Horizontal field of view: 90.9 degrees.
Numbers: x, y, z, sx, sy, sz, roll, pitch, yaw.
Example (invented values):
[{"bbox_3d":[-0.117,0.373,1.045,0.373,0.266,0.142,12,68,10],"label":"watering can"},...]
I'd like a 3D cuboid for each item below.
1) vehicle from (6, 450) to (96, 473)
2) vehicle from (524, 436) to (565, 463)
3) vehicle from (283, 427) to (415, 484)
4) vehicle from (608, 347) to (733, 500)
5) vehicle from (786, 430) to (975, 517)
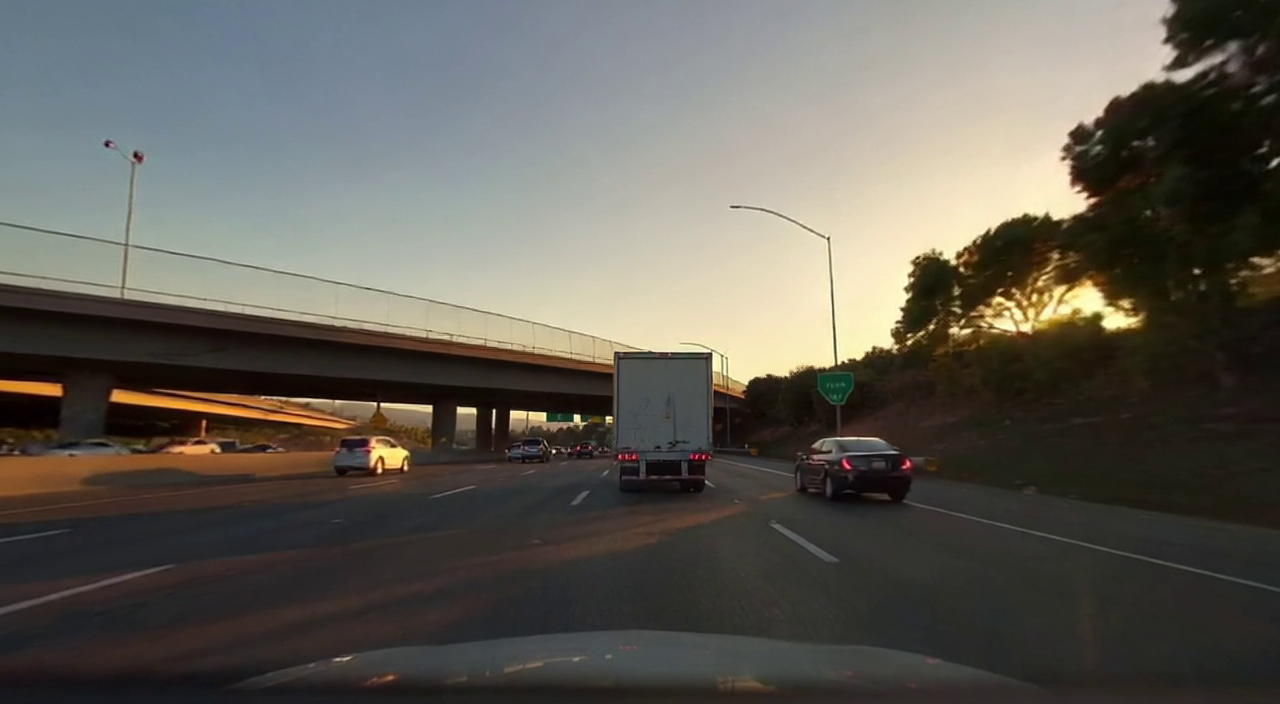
[{"bbox_3d":[-42.977,7.955,46.198,1.828,1.569,5.192,1,-9,-3],"label":"vehicle"},{"bbox_3d":[-6.768,7.004,45.229,2.125,1.793,4.892,0,-9,0],"label":"vehicle"},{"bbox_3d":[-10.221,3.701,22.770,2.217,1.797,5.226,0,-9,0],"label":"vehicle"},{"bbox_3d":[0.629,2.466,20.246,2.916,3.584,10.841,0,-9,-1],"label":"vehicle"},{"bbox_3d":[4.786,2.492,13.489,2.108,1.508,4.744,0,-9,-1],"label":"vehicle"}]
